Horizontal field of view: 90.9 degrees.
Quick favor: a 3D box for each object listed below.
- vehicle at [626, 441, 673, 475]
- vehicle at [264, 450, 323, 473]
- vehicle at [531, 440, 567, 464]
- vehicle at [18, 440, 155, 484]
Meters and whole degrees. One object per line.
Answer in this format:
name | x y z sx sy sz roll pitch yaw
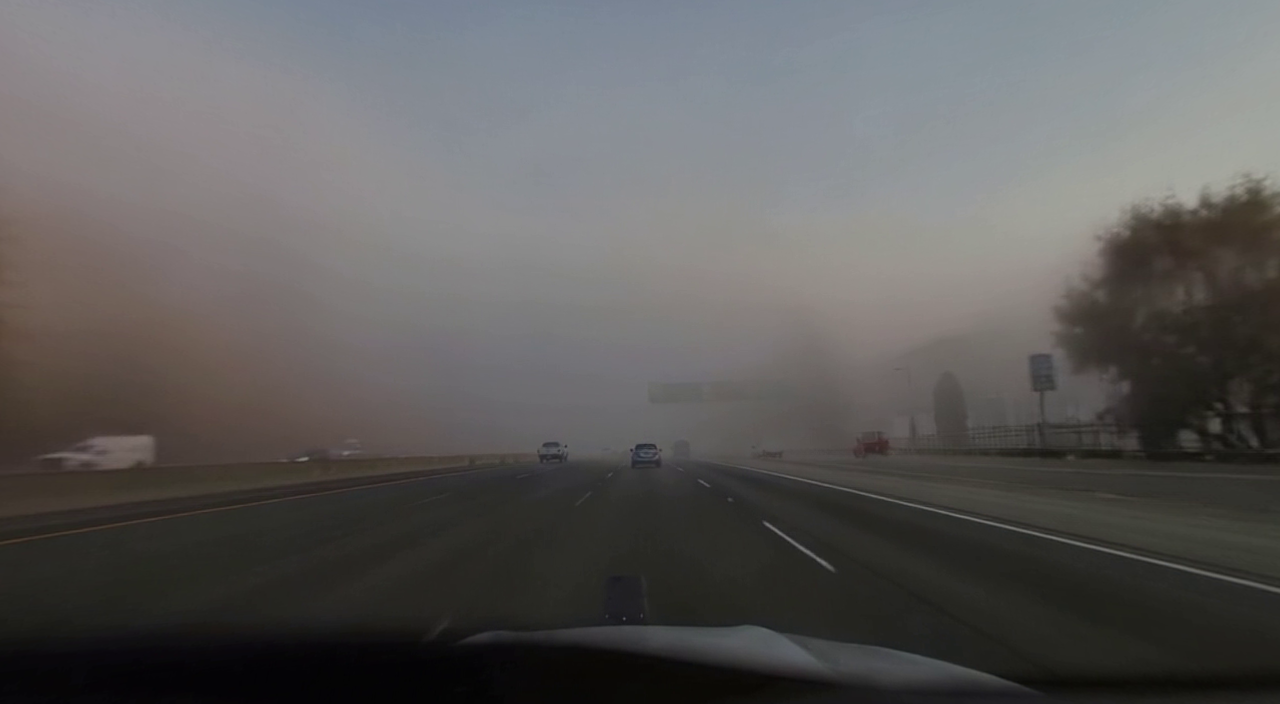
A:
vehicle | 0.407 5.006 29.952 2.112 1.482 4.082 0 -8 0
vehicle | -25.096 7.907 45.804 1.777 1.486 4.357 0 -8 0
vehicle | -7.122 7.881 49.844 2.093 1.789 4.399 0 -8 1
vehicle | -30.946 6.132 35.651 2.308 2.200 6.021 0 -8 -1
